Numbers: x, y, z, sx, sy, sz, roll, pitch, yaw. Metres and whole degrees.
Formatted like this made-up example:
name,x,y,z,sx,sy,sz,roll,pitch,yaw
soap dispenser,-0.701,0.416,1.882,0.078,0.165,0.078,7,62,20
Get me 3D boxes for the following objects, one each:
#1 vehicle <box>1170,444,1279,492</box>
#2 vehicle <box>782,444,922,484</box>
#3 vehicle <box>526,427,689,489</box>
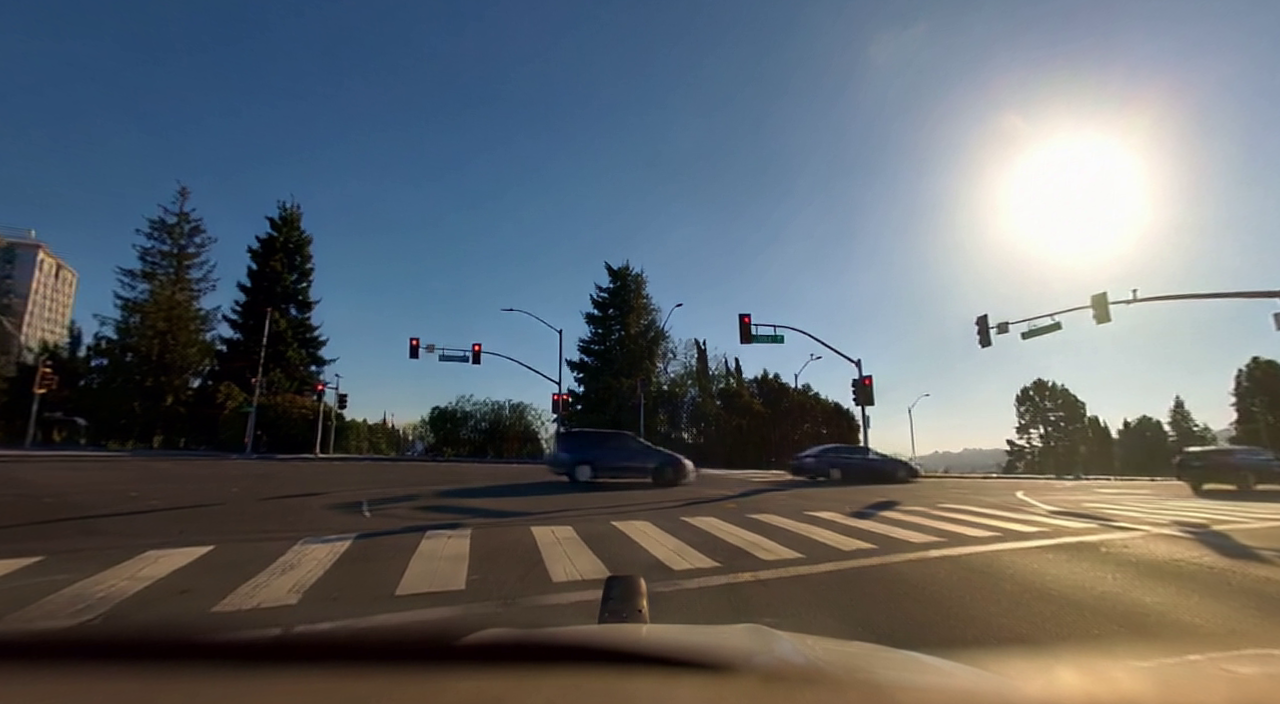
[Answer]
name,x,y,z,sx,sy,sz,roll,pitch,yaw
vehicle,23.129,4.389,24.198,5.014,1.675,1.906,3,-9,-20
vehicle,8.633,4.518,25.786,5.203,1.488,1.907,2,-9,-17
vehicle,-1.022,3.204,19.341,4.626,1.710,1.891,3,-9,-17
